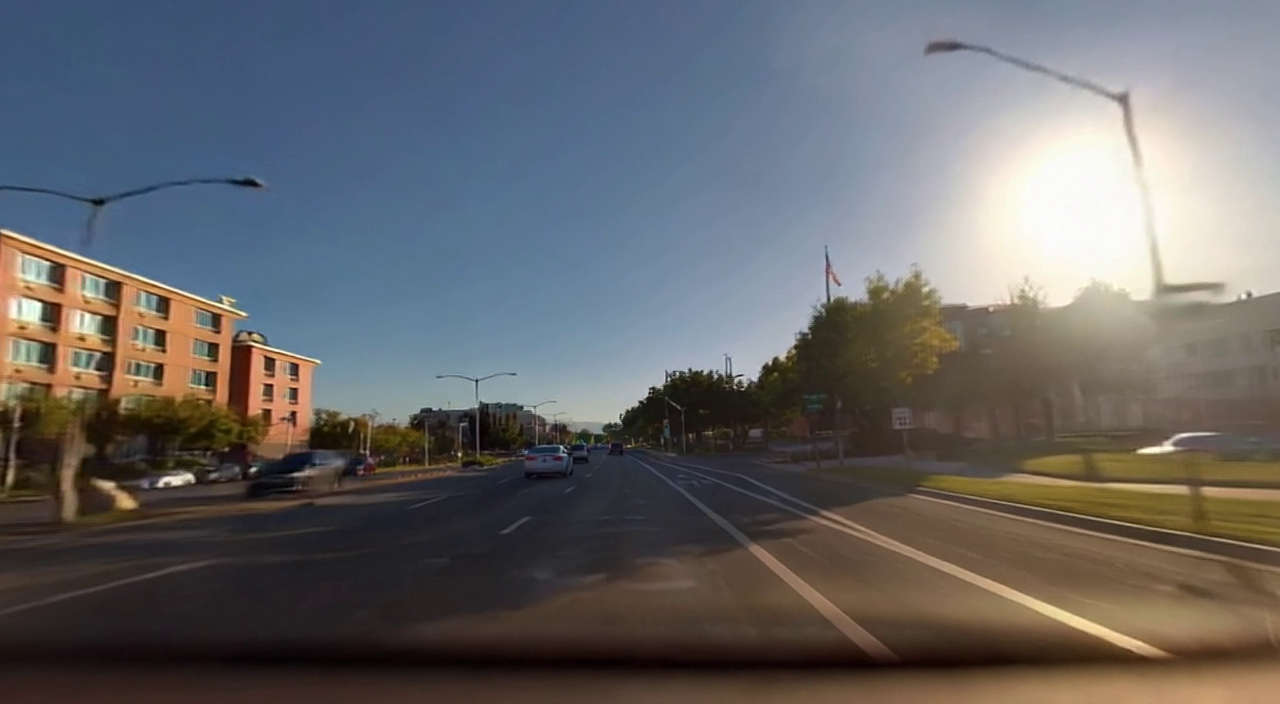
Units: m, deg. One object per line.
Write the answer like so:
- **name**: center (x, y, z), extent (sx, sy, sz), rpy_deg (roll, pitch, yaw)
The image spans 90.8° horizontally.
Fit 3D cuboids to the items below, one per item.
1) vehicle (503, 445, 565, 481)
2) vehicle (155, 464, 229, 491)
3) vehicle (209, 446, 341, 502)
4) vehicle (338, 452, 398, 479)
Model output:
- **vehicle**: center (-4.553, 4.833, 27.811), extent (2.025, 1.474, 4.292), rpy_deg (0, -9, -1)
- **vehicle**: center (-30.853, 8.633, 43.714), extent (2.051, 1.598, 4.439), rpy_deg (0, -9, -4)
- **vehicle**: center (-12.896, 4.301, 22.729), extent (2.150, 1.721, 4.465), rpy_deg (-1, -9, -1)
- **vehicle**: center (-18.159, 7.550, 42.383), extent (1.951, 1.679, 4.463), rpy_deg (0, -9, 1)
